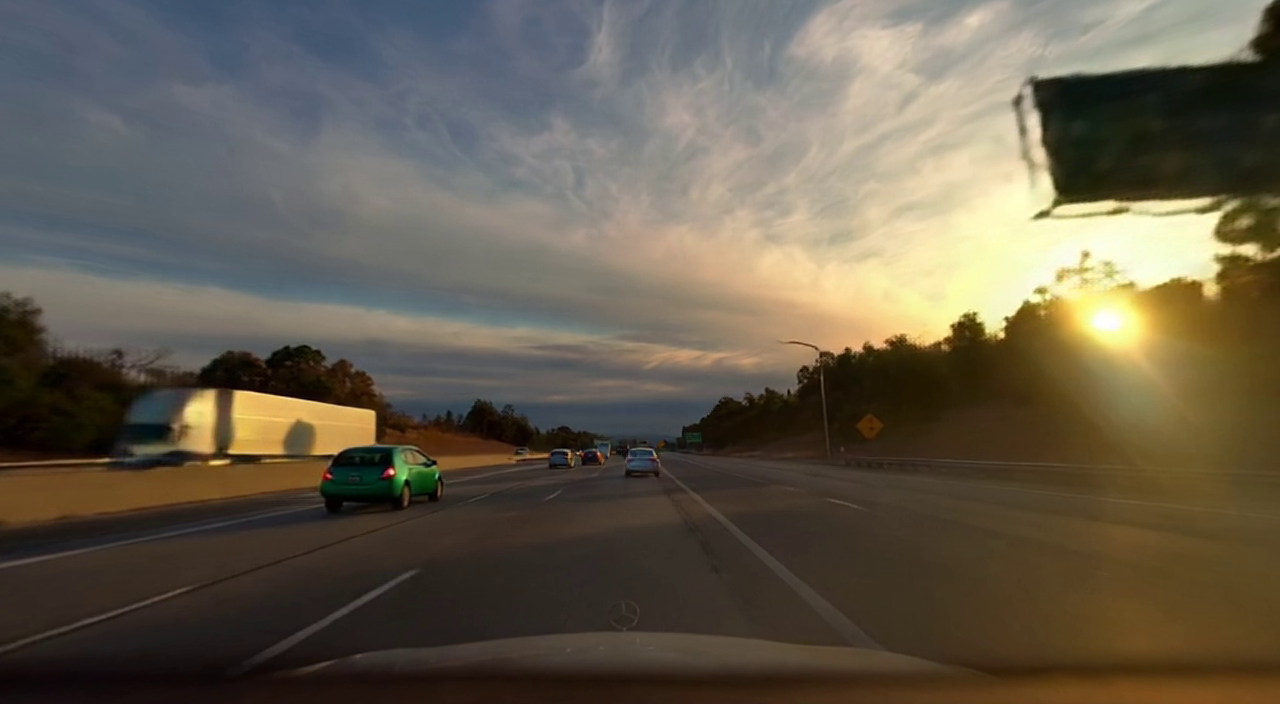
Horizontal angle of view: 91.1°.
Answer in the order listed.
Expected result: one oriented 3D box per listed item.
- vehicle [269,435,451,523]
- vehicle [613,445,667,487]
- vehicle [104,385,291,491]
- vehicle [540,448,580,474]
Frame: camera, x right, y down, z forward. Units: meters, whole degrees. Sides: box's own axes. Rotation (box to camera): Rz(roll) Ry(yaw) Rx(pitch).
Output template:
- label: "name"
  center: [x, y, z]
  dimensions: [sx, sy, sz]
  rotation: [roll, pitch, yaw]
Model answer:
- label: "vehicle"
  center: [-5.876, 2.698, 13.898]
  dimensions: [2.058, 1.626, 4.118]
  rotation: [0, -9, 1]
- label: "vehicle"
  center: [-0.027, 4.336, 24.136]
  dimensions: [1.940, 1.451, 3.512]
  rotation: [0, -9, -1]
- label: "vehicle"
  center: [-17.842, 3.587, 26.041]
  dimensions: [3.045, 3.825, 6.229]
  rotation: [0, -9, 0]
- label: "vehicle"
  center: [-4.874, 6.651, 38.690]
  dimensions: [1.892, 1.481, 4.180]
  rotation: [0, -9, 1]
